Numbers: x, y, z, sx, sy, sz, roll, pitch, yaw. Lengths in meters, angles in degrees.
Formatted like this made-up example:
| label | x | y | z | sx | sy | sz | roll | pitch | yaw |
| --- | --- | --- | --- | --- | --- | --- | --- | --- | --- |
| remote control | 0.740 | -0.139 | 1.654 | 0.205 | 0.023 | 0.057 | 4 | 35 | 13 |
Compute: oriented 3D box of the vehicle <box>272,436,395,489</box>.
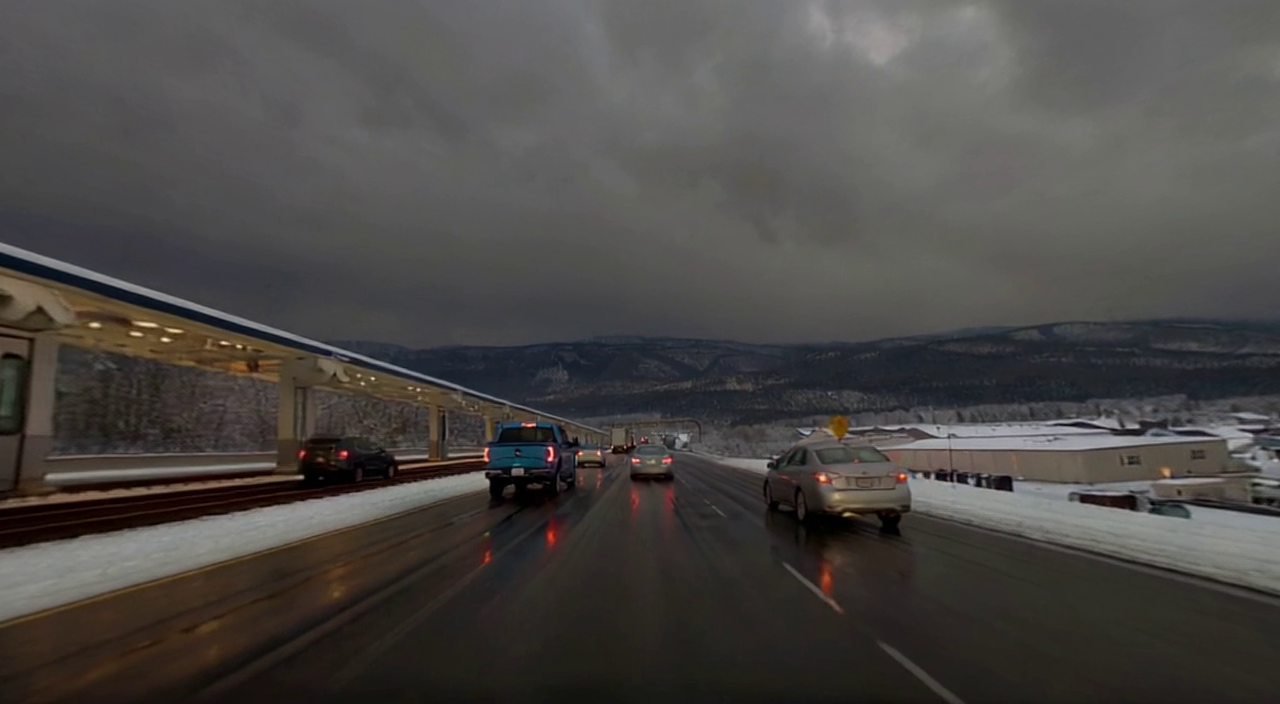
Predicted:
| label | x | y | z | sx | sy | sz | roll | pitch | yaw |
| --- | --- | --- | --- | --- | --- | --- | --- | --- | --- |
| vehicle | -10.897 | 3.945 | 22.857 | 2.137 | 1.728 | 4.665 | 0 | -8 | -1 |

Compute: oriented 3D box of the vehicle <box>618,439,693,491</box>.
| label | x | y | z | sx | sy | sz | roll | pitch | yaw |
| --- | --- | --- | --- | --- | --- | --- | --- | --- | --- |
| vehicle | 0.417 | 3.574 | 20.302 | 2.171 | 1.493 | 4.081 | 0 | -8 | -1 |

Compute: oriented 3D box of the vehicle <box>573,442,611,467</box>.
| label | x | y | z | sx | sy | sz | roll | pitch | yaw |
| --- | --- | --- | --- | --- | --- | --- | --- | --- | --- |
| vehicle | -3.220 | 6.980 | 43.057 | 2.151 | 1.613 | 4.786 | 0 | -8 | 1 |

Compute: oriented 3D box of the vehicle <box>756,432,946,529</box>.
| label | x | y | z | sx | sy | sz | roll | pitch | yaw |
| --- | --- | --- | --- | --- | --- | --- | --- | --- | --- |
| vehicle | 3.775 | 2.391 | 12.384 | 2.023 | 1.510 | 4.773 | 0 | -9 | -1 |

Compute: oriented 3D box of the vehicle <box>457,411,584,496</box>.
| label | x | y | z | sx | sy | sz | roll | pitch | yaw |
| --- | --- | --- | --- | --- | --- | --- | --- | --- | --- |
| vehicle | -3.436 | 3.182 | 20.043 | 2.733 | 2.230 | 6.820 | 0 | -8 | 0 |
